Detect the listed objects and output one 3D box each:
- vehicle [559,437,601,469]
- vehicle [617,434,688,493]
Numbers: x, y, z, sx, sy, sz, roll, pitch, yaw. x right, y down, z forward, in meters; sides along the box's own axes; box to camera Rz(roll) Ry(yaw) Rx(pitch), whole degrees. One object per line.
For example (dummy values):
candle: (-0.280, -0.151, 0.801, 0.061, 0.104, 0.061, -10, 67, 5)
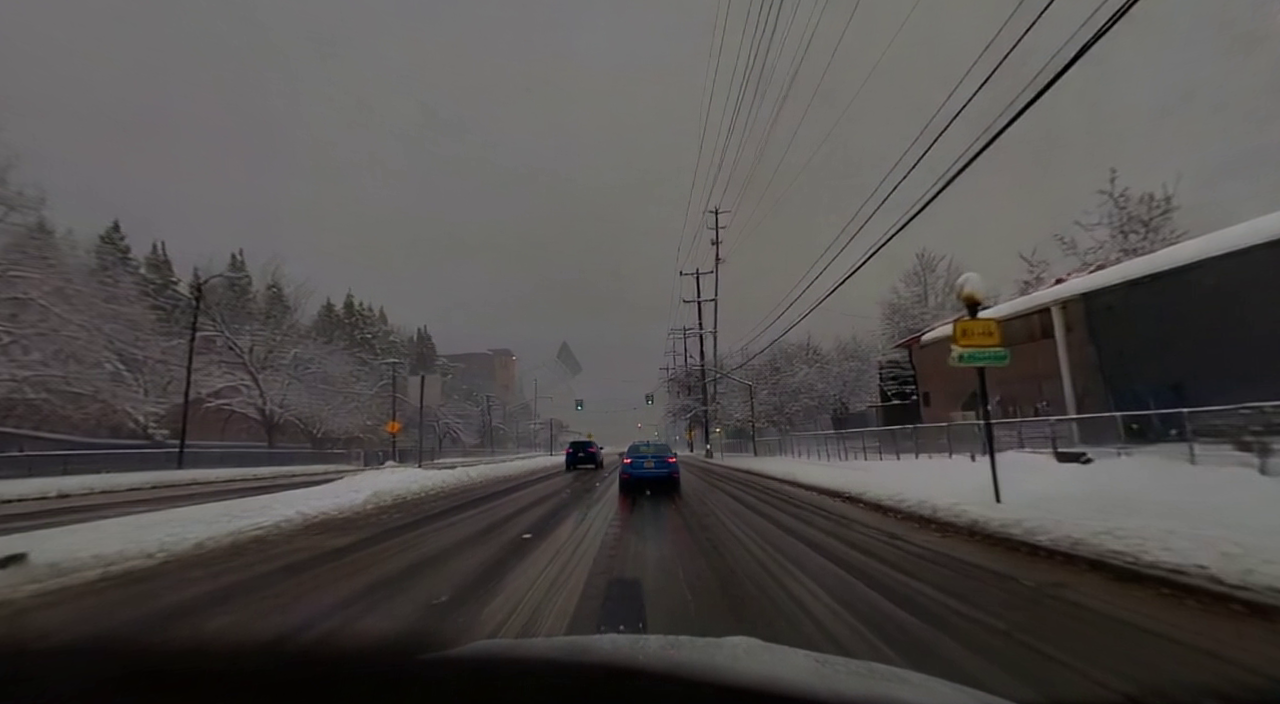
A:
vehicle: (-3.614, 6.155, 38.512, 2.078, 1.804, 4.387, 0, -8, 1)
vehicle: (0.333, 3.523, 20.178, 2.059, 1.691, 3.980, 0, -8, -1)
